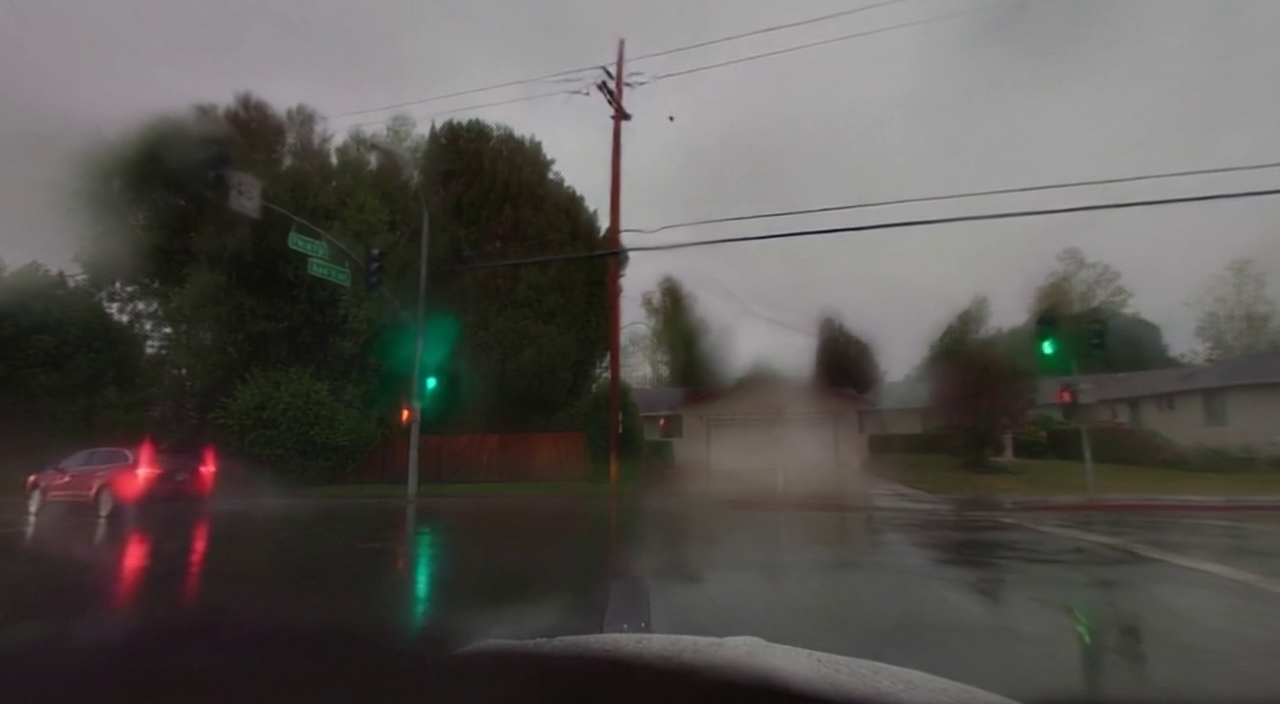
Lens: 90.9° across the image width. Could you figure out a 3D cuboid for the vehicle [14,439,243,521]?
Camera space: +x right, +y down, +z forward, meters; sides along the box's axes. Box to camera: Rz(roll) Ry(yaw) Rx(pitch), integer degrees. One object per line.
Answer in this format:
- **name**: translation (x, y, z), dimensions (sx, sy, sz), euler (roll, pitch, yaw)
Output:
- **vehicle**: translation (-11.209, 2.686, 13.806), dimensions (4.512, 1.506, 2.078), euler (-4, -9, 26)
